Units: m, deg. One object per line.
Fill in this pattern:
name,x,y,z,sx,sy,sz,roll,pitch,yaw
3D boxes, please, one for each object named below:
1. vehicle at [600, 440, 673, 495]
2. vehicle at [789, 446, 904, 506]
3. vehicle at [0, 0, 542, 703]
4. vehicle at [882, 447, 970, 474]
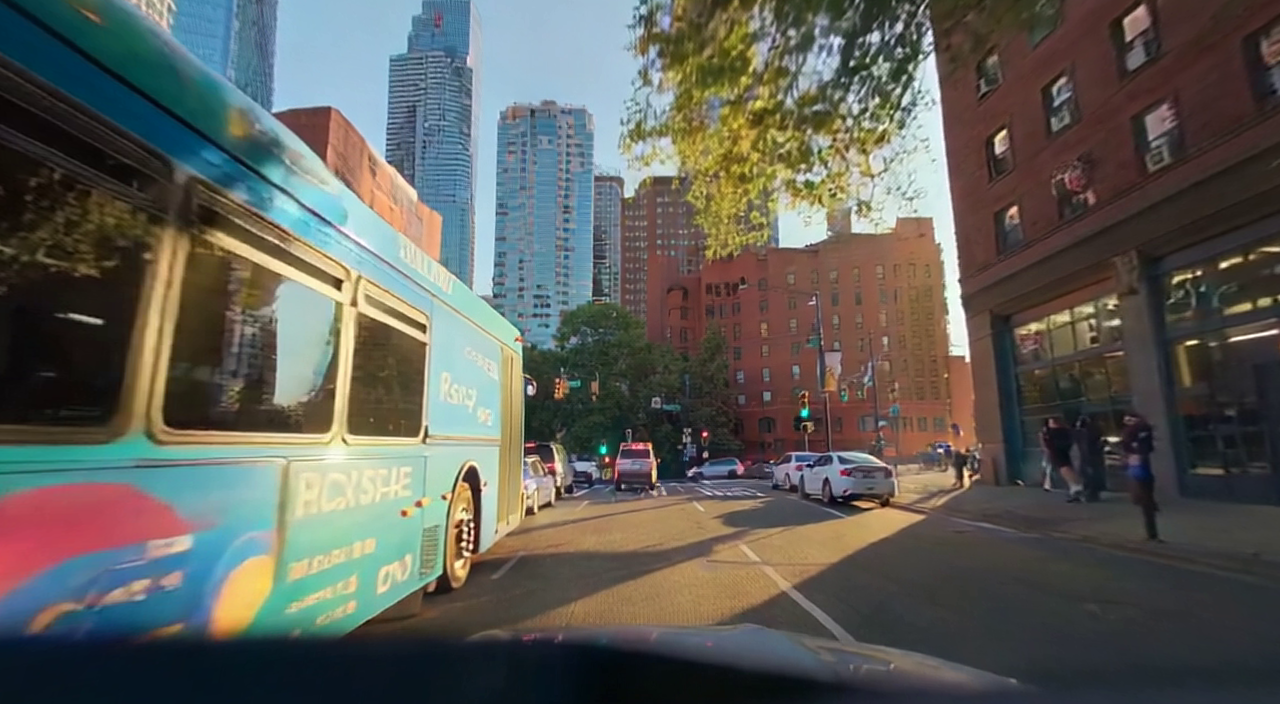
vehicle,-0.064,4.091,22.768,2.328,1.746,5.072,0,-9,1
vehicle,5.970,3.610,18.900,1.919,1.529,4.558,0,-9,0
vehicle,-3.034,0.236,3.083,2.922,3.323,13.151,0,-9,0
vehicle,17.590,6.657,38.895,4.598,1.519,1.994,1,-9,-14
